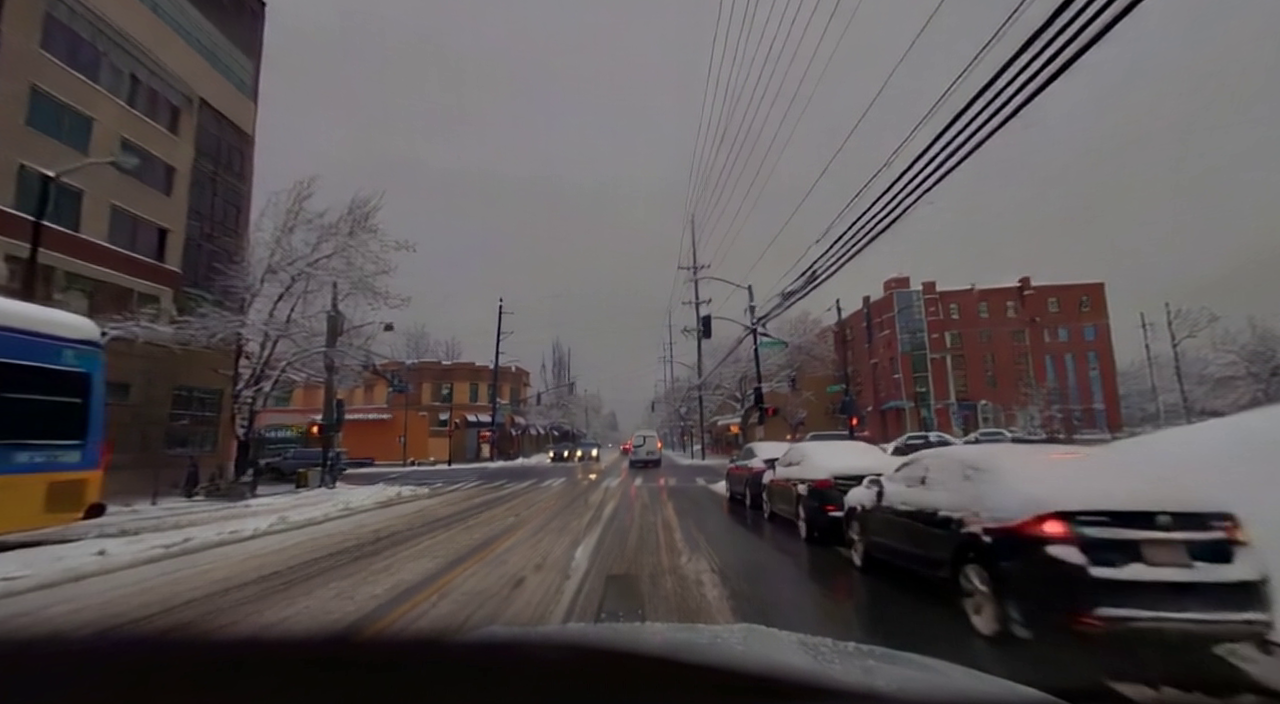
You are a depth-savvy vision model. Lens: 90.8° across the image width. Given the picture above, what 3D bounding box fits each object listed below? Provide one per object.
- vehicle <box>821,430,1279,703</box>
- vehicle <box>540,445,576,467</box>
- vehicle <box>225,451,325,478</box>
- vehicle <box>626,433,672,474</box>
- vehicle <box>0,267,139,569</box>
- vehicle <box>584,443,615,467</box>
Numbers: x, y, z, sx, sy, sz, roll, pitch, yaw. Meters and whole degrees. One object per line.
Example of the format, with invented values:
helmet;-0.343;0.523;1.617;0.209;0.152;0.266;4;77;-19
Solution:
vehicle;3.325;1.517;5.793;2.018;1.474;4.524;0;-8;1
vehicle;-6.188;7.849;47.977;2.089;1.578;4.571;0;-8;0
vehicle;-20.875;6.460;36.259;4.477;1.439;1.966;-1;-8;2
vehicle;0.484;5.064;31.721;2.127;1.893;4.194;-1;-8;2
vehicle;-9.391;0.124;3.025;3.022;3.627;13.129;-1;-9;1
vehicle;-2.823;7.326;45.189;2.026;1.616;4.109;1;-8;-1
